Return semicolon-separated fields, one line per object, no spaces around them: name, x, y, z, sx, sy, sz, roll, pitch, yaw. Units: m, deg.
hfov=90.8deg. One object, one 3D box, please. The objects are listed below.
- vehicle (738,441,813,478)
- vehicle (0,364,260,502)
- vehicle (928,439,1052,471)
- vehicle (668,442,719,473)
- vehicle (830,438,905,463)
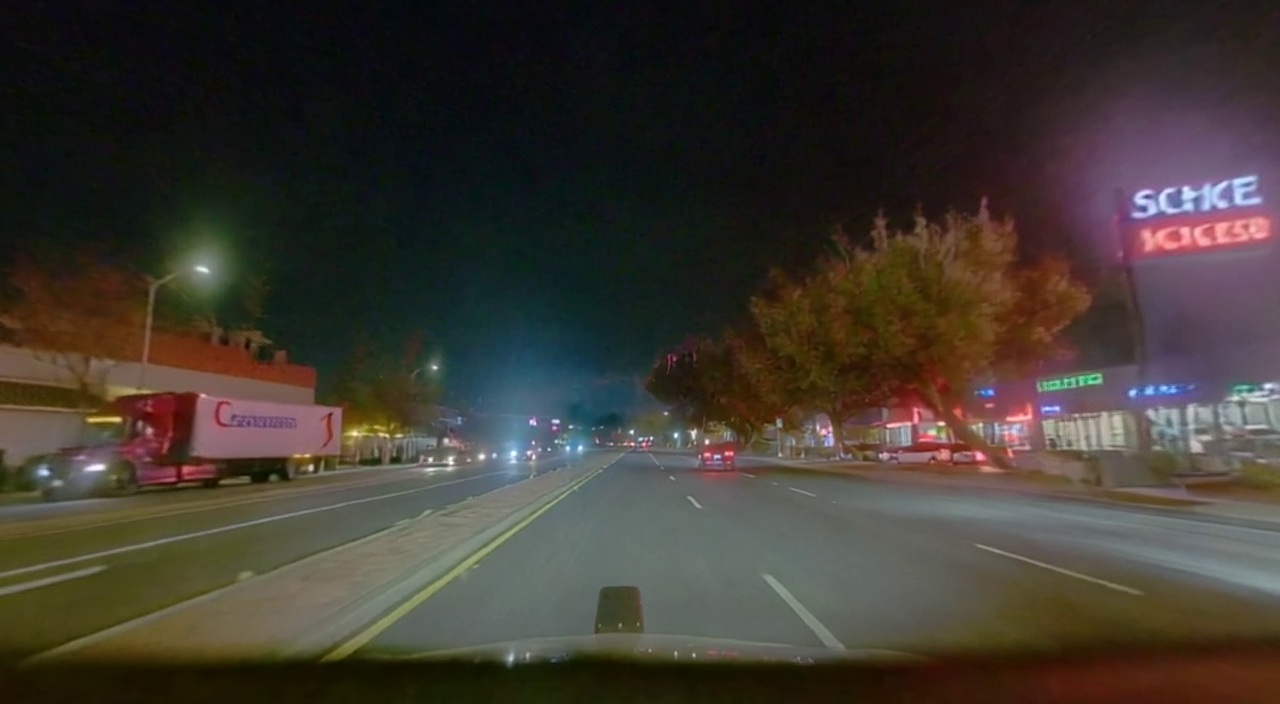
vehicle;5.940;4.768;28.448;2.150;1.485;4.919;0;-8;-2
vehicle;-19.038;3.142;24.371;3.008;4.297;9.041;0;-8;0
vehicle;16.675;4.899;30.303;4.679;1.448;2.178;1;-8;-3
vehicle;2.629;5.302;32.068;2.099;1.463;4.365;0;-8;-2
vehicle;15.915;6.860;44.235;4.457;1.521;1.872;-2;-8;-3
